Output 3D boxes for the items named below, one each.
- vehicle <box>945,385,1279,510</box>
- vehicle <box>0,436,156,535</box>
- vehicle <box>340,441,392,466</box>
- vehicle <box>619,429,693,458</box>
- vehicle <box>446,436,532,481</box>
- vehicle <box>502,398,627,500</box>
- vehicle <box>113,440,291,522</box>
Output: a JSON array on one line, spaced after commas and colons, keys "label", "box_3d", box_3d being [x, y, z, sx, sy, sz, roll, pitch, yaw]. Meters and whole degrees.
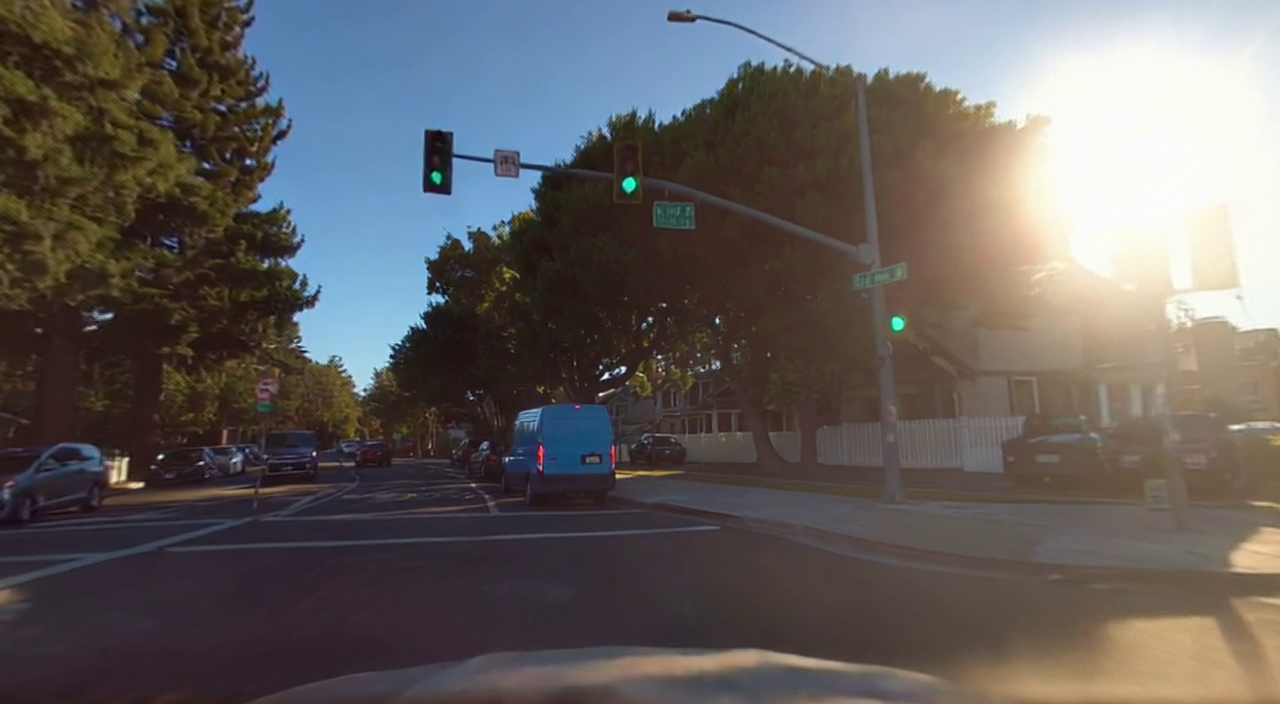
[{"label": "vehicle", "box_3d": [9.917, 1.900, 12.812, 2.514, 2.026, 6.104, 6, -10, -41]}, {"label": "vehicle", "box_3d": [-12.778, 2.745, 13.708, 2.078, 1.783, 4.670, 2, -8, -18]}, {"label": "vehicle", "box_3d": [-17.548, 6.451, 40.353, 1.911, 1.493, 4.291, 6, -10, -39]}, {"label": "vehicle", "box_3d": [1.052, 5.823, 40.436, 4.559, 1.754, 1.985, 6, -10, -41]}, {"label": "vehicle", "box_3d": [-5.595, 3.798, 23.009, 2.008, 1.445, 4.386, 4, -9, -28]}, {"label": "vehicle", "box_3d": [-2.101, 2.399, 16.010, 2.213, 2.124, 4.809, 2, -8, -18]}, {"label": "vehicle", "box_3d": [-9.422, 2.712, 14.075, 1.952, 1.461, 4.377, 2, -8, -17]}]
